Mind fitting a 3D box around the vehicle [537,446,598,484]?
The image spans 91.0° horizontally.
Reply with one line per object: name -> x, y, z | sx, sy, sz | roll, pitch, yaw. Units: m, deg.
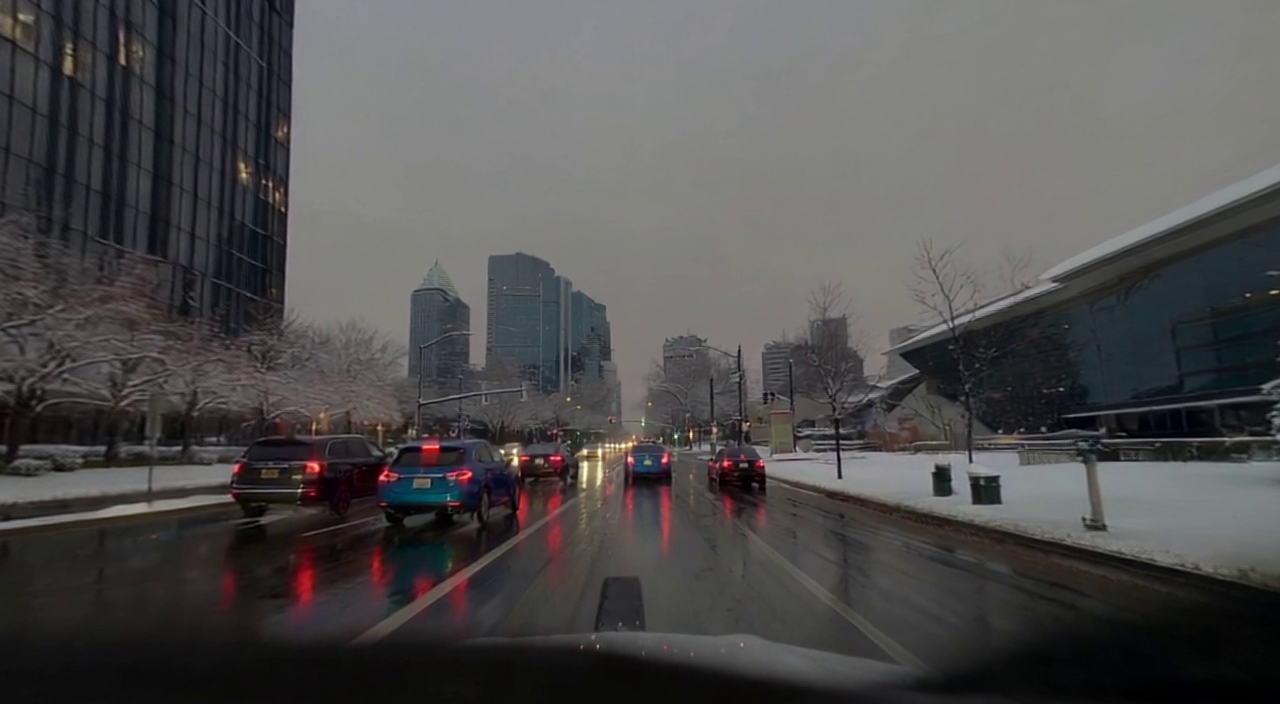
vehicle -> -3.069, 4.888, 27.627 | 2.044, 1.508, 4.479 | 0, -9, 1

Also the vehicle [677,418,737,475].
vehicle -> 4.310, 6.518, 43.540 | 3.074, 3.316, 12.953 | 0, -9, 1

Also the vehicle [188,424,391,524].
vehicle -> -7.052, 2.475, 13.266 | 1.902, 1.765, 3.973 | 0, -9, 1

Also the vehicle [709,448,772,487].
vehicle -> 4.225, 4.898, 27.149 | 1.940, 1.514, 4.187 | 0, -9, -1

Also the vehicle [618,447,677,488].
vehicle -> 0.290, 4.631, 25.725 | 2.174, 1.509, 4.374 | 0, -9, 0

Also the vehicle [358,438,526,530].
vehicle -> -3.706, 2.538, 12.713 | 1.933, 1.520, 4.195 | 0, -9, 1
